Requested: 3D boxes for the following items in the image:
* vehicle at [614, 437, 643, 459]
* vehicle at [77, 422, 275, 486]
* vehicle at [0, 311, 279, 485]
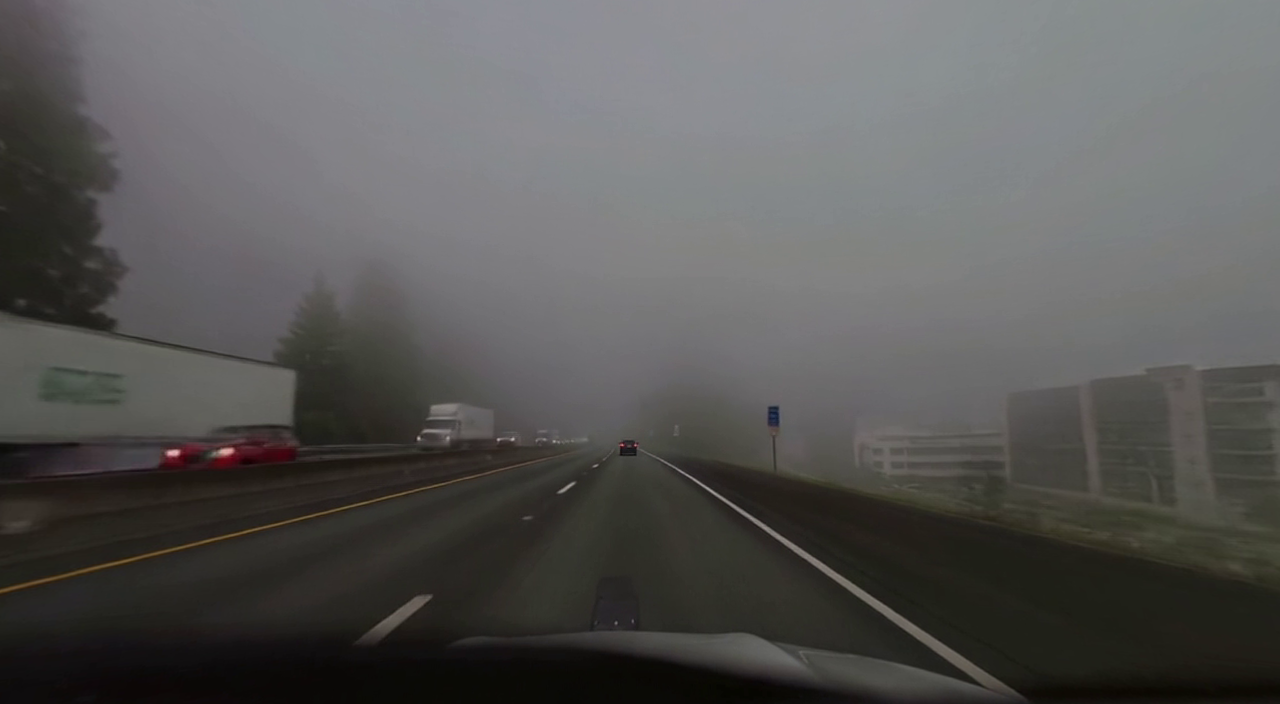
[{"bbox_3d":[-0.921,7.177,47.148,2.099,1.504,3.843,0,-8,-2],"label":"vehicle"},{"bbox_3d":[-12.664,2.821,17.701,2.006,1.512,4.784,0,-8,-2],"label":"vehicle"},{"bbox_3d":[-16.744,1.792,19.699,3.003,4.074,13.799,0,-8,-1],"label":"vehicle"}]
